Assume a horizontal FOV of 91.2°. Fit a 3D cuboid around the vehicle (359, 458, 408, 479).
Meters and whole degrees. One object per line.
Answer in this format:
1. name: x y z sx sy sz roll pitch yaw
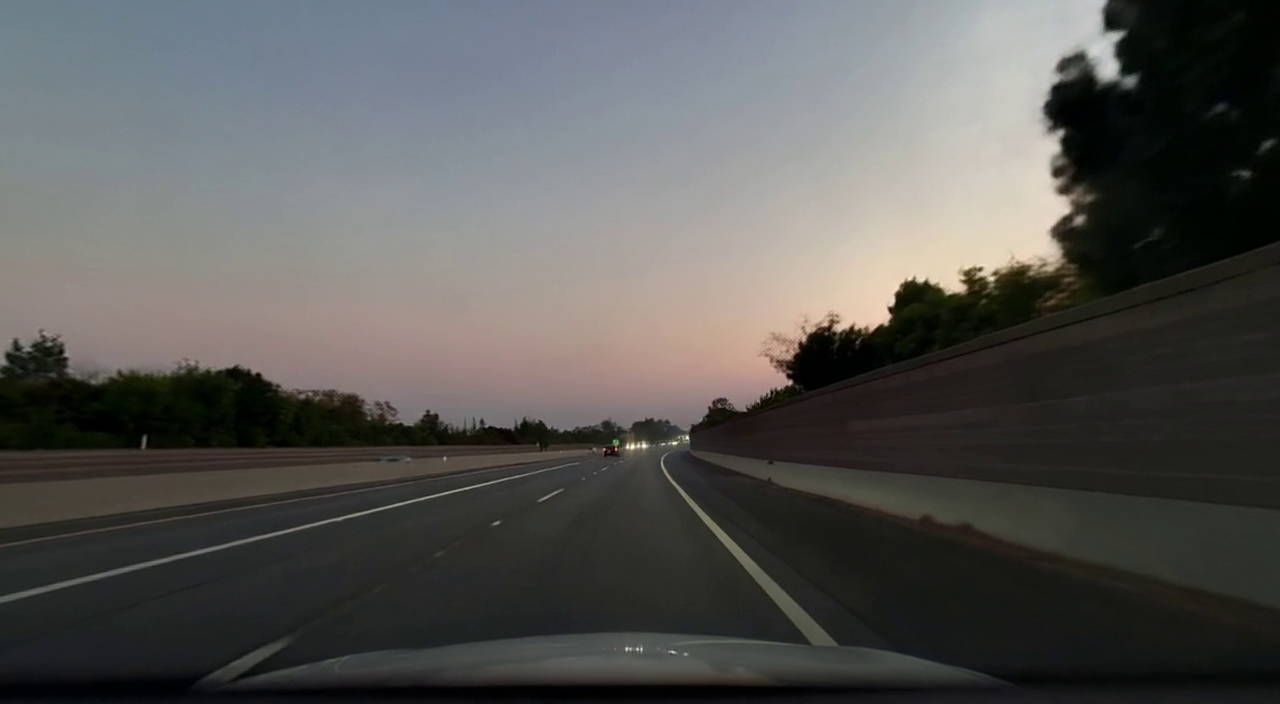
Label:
1. vehicle: -20.046 9.072 49.155 1.900 1.506 4.258 0 -9 1
